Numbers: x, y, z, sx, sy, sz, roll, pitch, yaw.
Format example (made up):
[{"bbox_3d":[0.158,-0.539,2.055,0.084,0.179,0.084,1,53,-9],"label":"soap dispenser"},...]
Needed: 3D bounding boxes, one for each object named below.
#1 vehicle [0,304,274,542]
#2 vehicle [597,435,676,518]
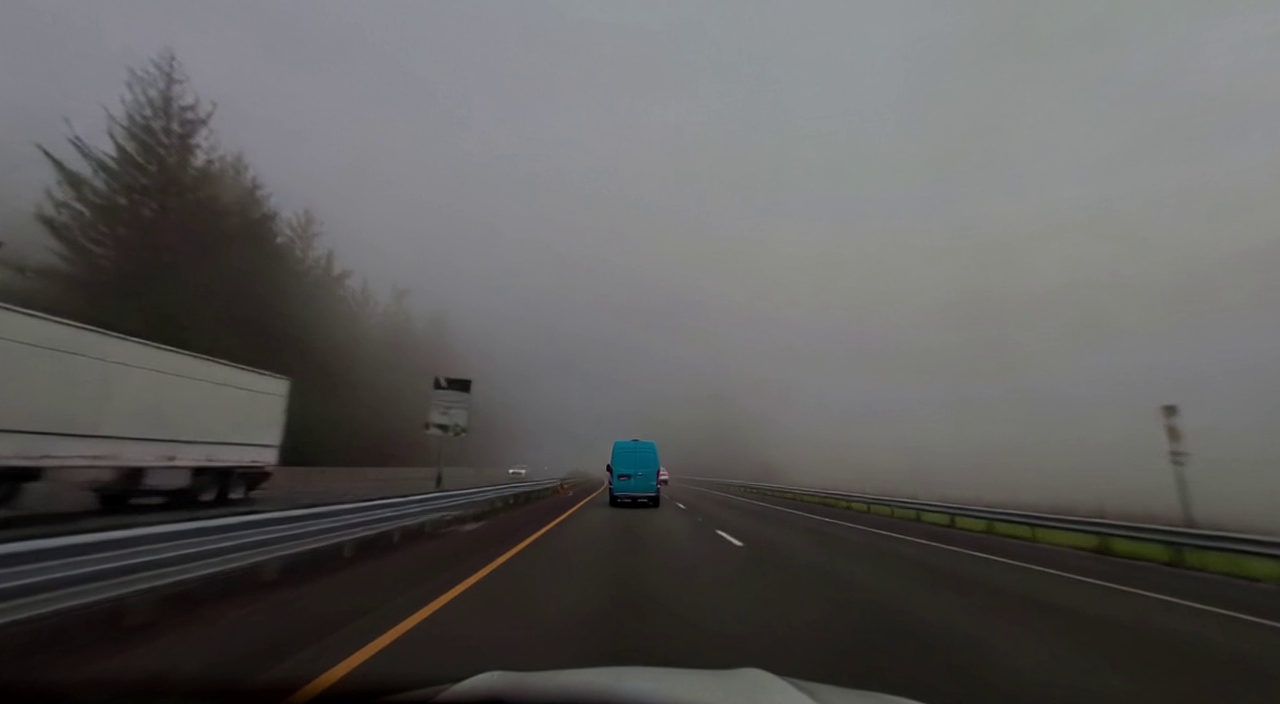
[{"bbox_3d":[-13.635,1.610,13.445,3.121,4.421,14.023,0,-10,0],"label":"vehicle"},{"bbox_3d":[-0.204,4.316,22.138,2.375,2.432,6.161,1,-10,-2],"label":"vehicle"}]
